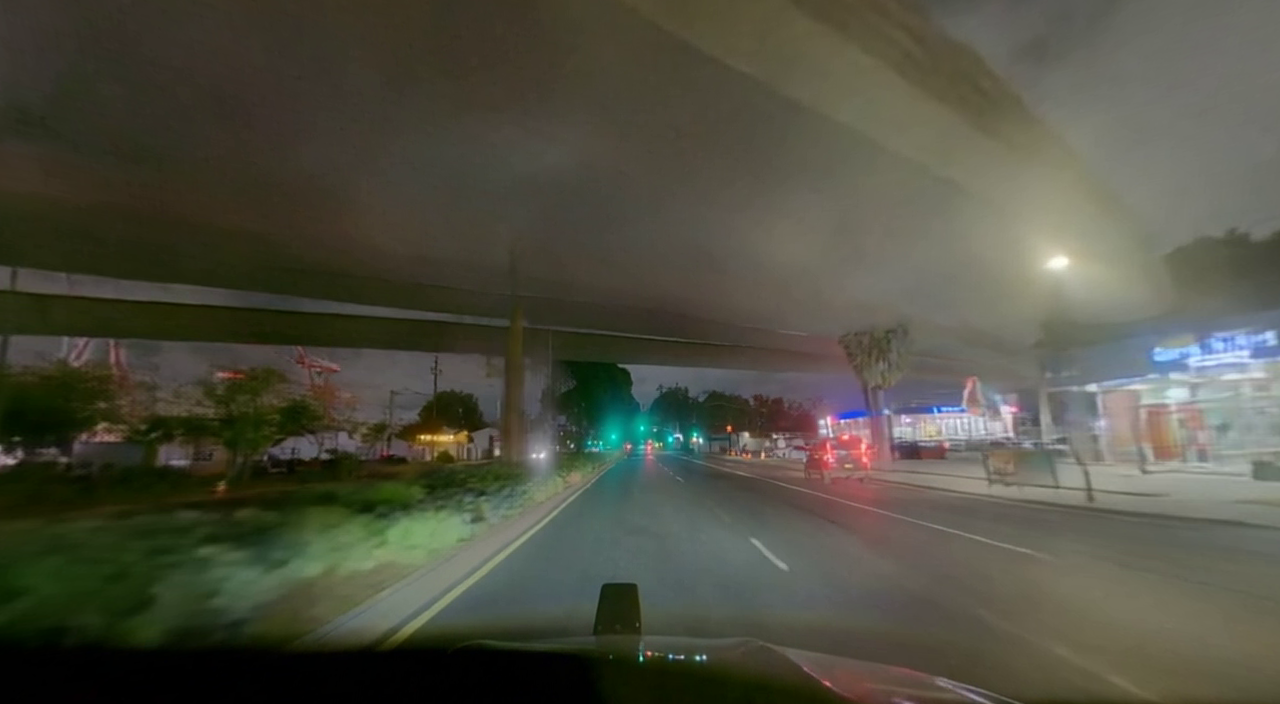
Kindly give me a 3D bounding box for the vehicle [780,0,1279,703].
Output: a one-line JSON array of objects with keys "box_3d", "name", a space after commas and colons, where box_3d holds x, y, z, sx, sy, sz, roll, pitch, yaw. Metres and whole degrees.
[{"box_3d": [3.911, 0.145, 2.749, 3.043, 3.162, 13.806, 0, -8, -2], "name": "vehicle"}]
